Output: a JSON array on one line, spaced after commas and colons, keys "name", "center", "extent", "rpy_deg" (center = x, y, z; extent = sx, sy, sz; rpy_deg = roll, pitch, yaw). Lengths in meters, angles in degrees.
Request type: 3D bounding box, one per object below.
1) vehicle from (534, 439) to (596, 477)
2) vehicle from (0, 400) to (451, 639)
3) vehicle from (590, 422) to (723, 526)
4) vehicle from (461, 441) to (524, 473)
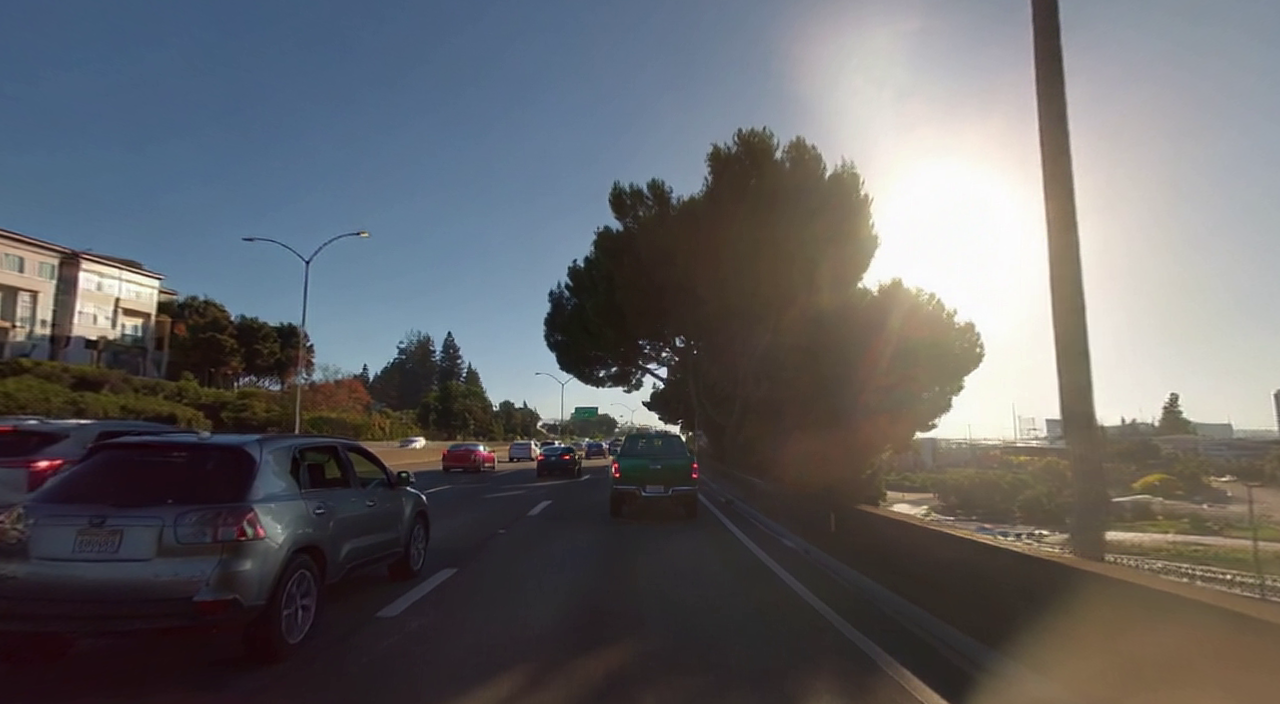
[{"name": "vehicle", "center": [-3.090, 4.481, 26.840], "extent": [1.868, 1.470, 4.105], "rpy_deg": [-1, -8, 4]}, {"name": "vehicle", "center": [-3.843, 1.523, 6.775], "extent": [2.076, 1.688, 4.334], "rpy_deg": [-1, -9, 3]}, {"name": "vehicle", "center": [0.304, 2.381, 12.892], "extent": [2.235, 1.716, 4.435], "rpy_deg": [0, -8, 1]}, {"name": "vehicle", "center": [-7.179, 5.138, 31.208], "extent": [1.856, 1.459, 4.251], "rpy_deg": [-1, -9, 4]}]
